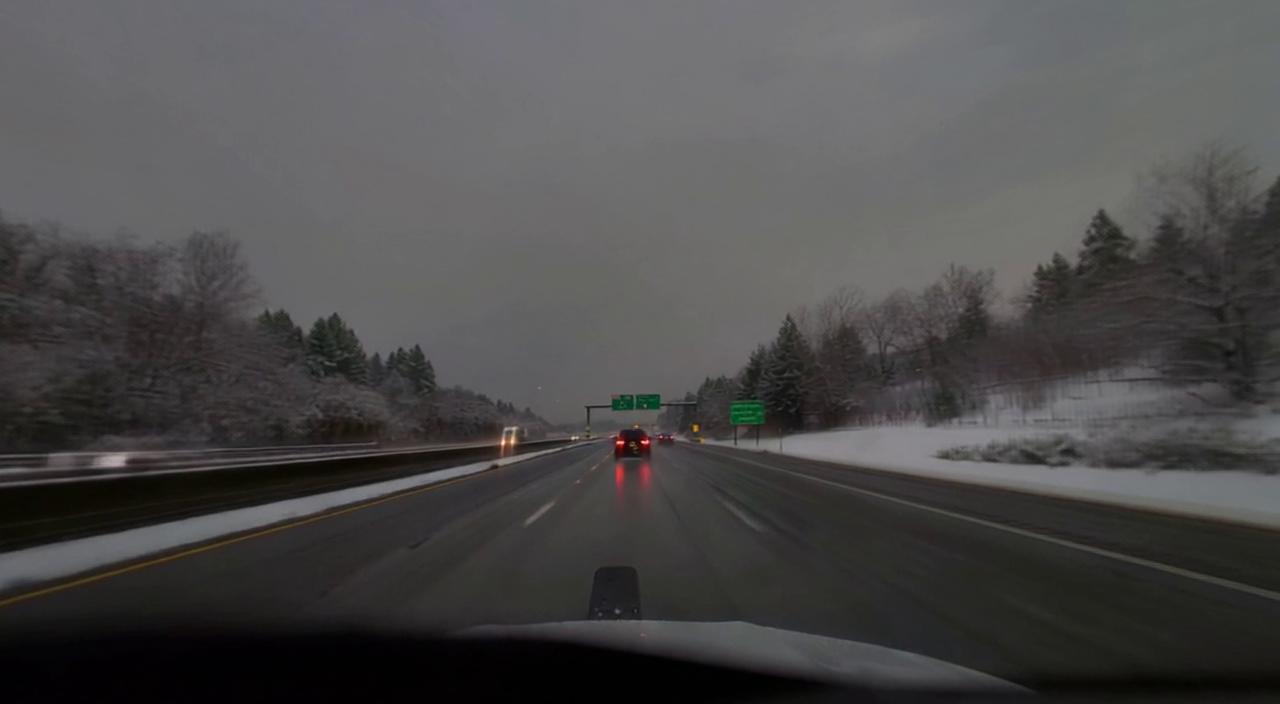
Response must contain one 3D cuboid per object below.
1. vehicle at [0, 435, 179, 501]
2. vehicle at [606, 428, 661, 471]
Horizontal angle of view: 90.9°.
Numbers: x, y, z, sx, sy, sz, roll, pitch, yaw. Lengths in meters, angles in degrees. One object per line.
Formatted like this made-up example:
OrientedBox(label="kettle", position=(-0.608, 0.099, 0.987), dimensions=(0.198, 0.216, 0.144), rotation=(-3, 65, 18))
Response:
OrientedBox(label="vehicle", position=(-15.784, 3.210, 17.997), dimensions=(1.992, 1.625, 4.290), rotation=(0, -8, 0))
OrientedBox(label="vehicle", position=(-0.269, 3.948, 25.732), dimensions=(2.094, 1.600, 3.666), rotation=(0, -8, -1))
